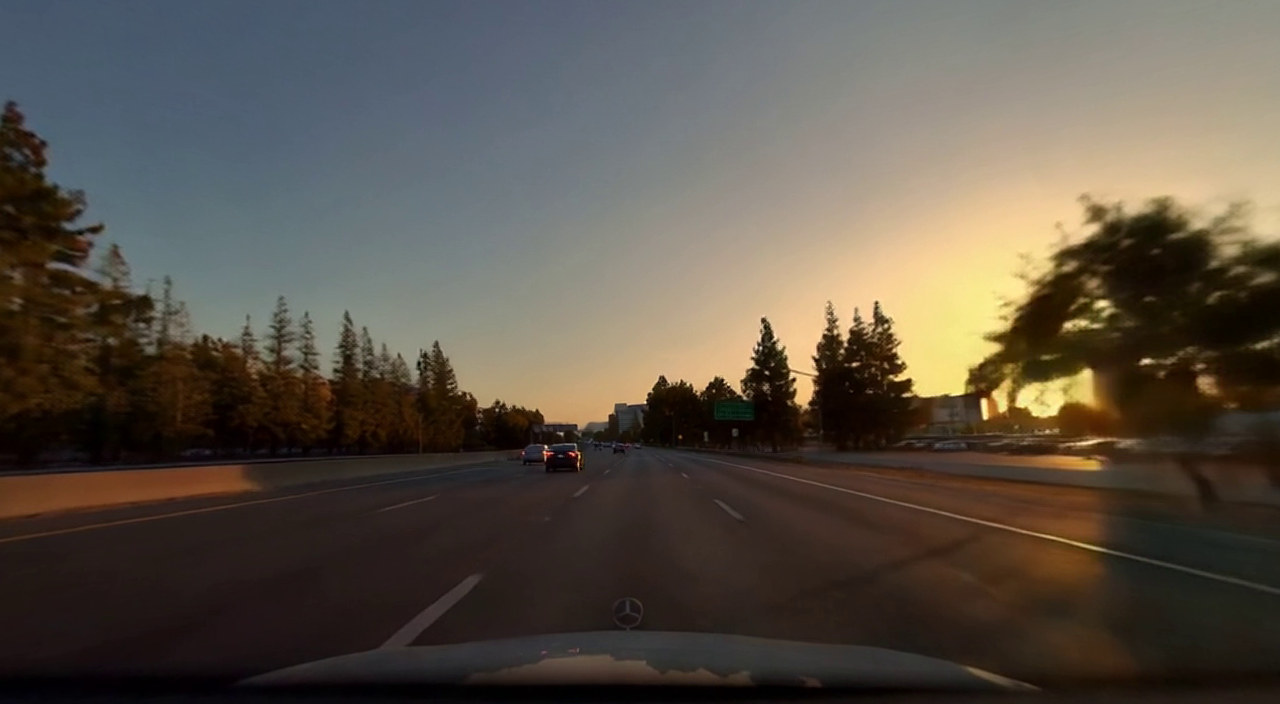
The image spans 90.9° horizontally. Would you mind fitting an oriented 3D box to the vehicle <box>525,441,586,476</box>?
[{"bbox_3d":[-3.720,4.773,28.520,2.128,1.450,4.078,-1,-8,1],"label":"vehicle"}]
